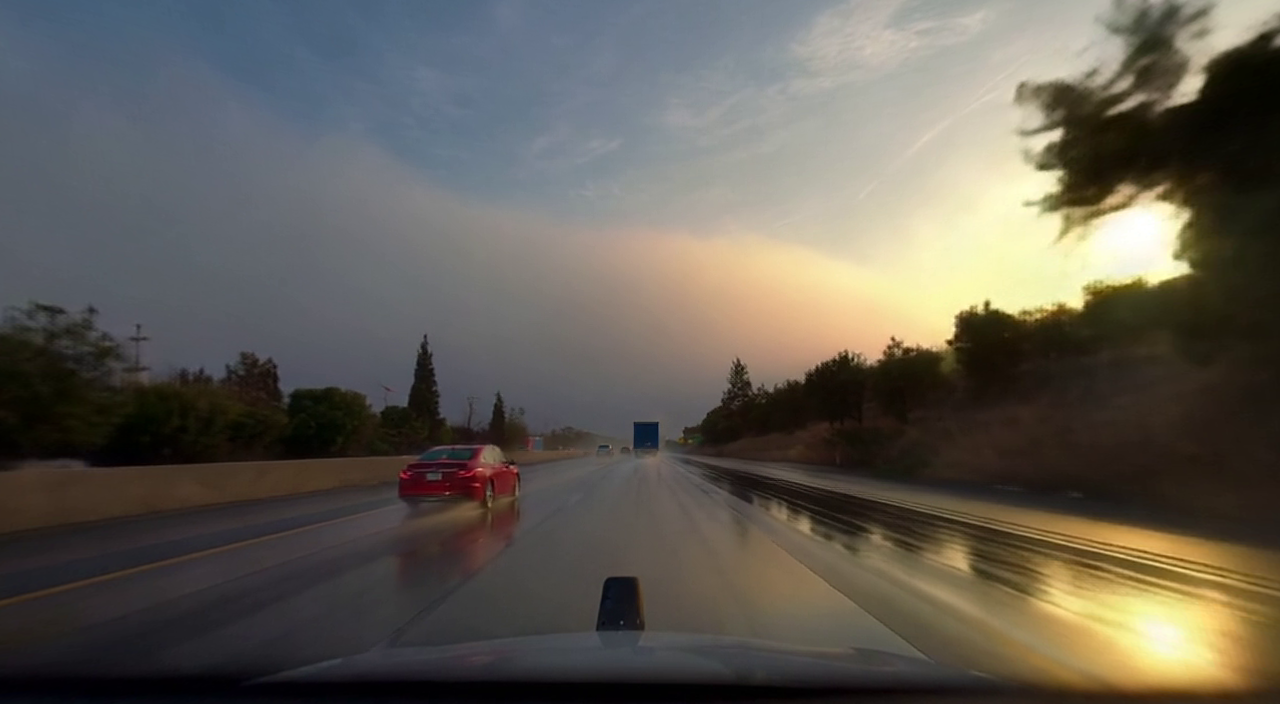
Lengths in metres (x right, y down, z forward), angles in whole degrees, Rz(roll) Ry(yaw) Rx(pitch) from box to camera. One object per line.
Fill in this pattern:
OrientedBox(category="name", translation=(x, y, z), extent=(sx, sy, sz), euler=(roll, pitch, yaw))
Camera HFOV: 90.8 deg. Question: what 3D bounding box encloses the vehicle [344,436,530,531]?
OrientedBox(category="vehicle", translation=(-3.755, 2.533, 12.801), extent=(1.999, 1.533, 4.870), euler=(-1, -9, 2))
